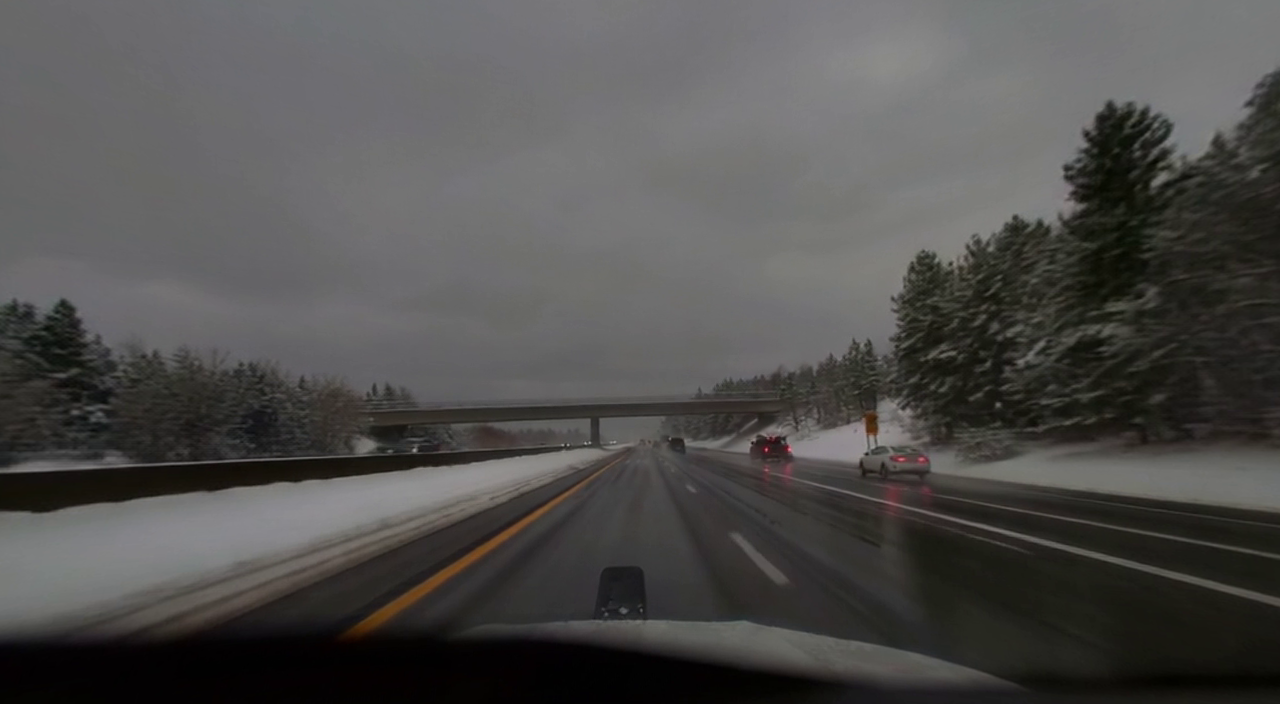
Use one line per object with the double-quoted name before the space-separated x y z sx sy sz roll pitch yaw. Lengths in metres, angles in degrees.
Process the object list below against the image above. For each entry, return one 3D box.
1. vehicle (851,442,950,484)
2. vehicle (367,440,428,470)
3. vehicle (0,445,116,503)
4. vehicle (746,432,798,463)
"vehicle" 9.919 4.232 24.295 1.927 1.472 4.076 0 -9 -2
"vehicle" -16.870 7.196 44.011 2.211 1.923 4.894 0 -9 1
"vehicle" -21.112 4.043 21.088 2.144 1.820 5.607 0 -9 0
"vehicle" 9.246 6.783 44.471 2.362 2.037 5.409 0 -9 -2
